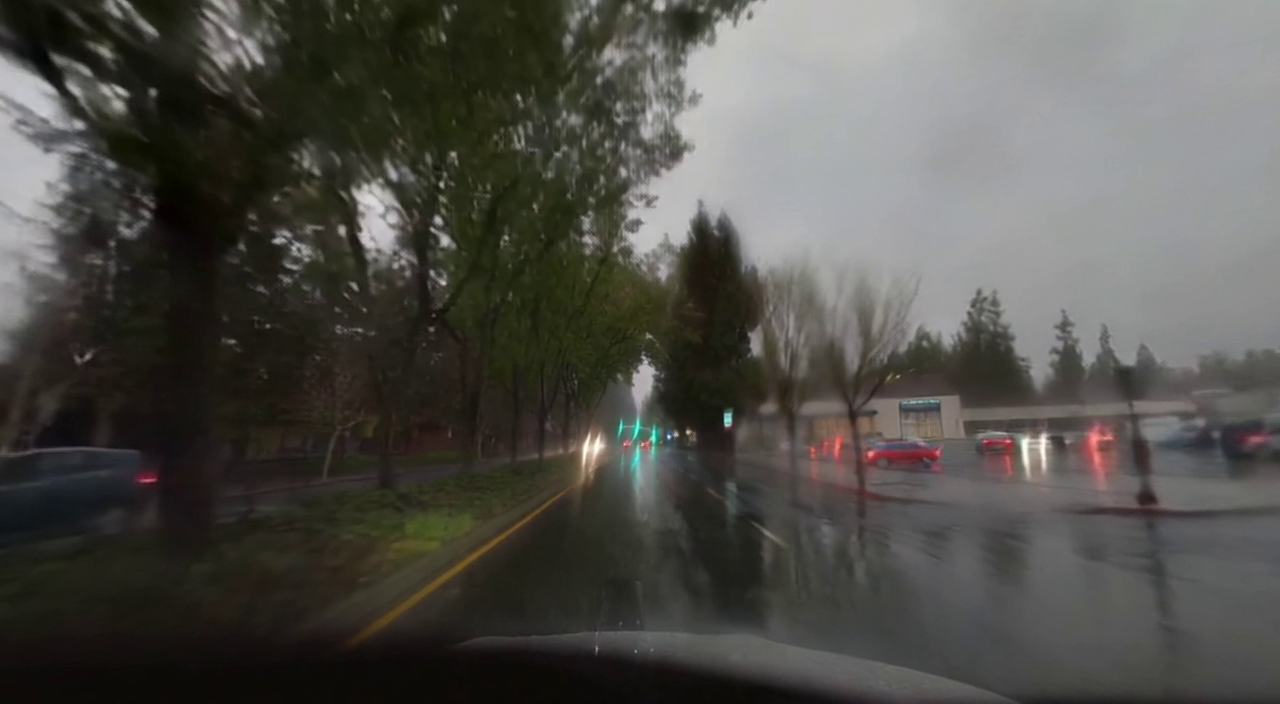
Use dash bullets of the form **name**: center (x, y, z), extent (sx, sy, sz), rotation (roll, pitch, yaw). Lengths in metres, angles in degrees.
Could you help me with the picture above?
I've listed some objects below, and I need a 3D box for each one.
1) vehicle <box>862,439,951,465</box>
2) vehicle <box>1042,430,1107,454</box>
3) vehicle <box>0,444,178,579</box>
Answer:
- **vehicle**: center (16.741, 6.303, 39.855), extent (4.665, 1.570, 2.080), rotation (0, -8, 0)
- **vehicle**: center (34.224, 7.108, 49.939), extent (1.843, 1.774, 4.626), rotation (0, -8, 0)
- **vehicle**: center (-8.013, 1.799, 7.225), extent (1.969, 1.462, 4.425), rotation (-1, -8, 2)
